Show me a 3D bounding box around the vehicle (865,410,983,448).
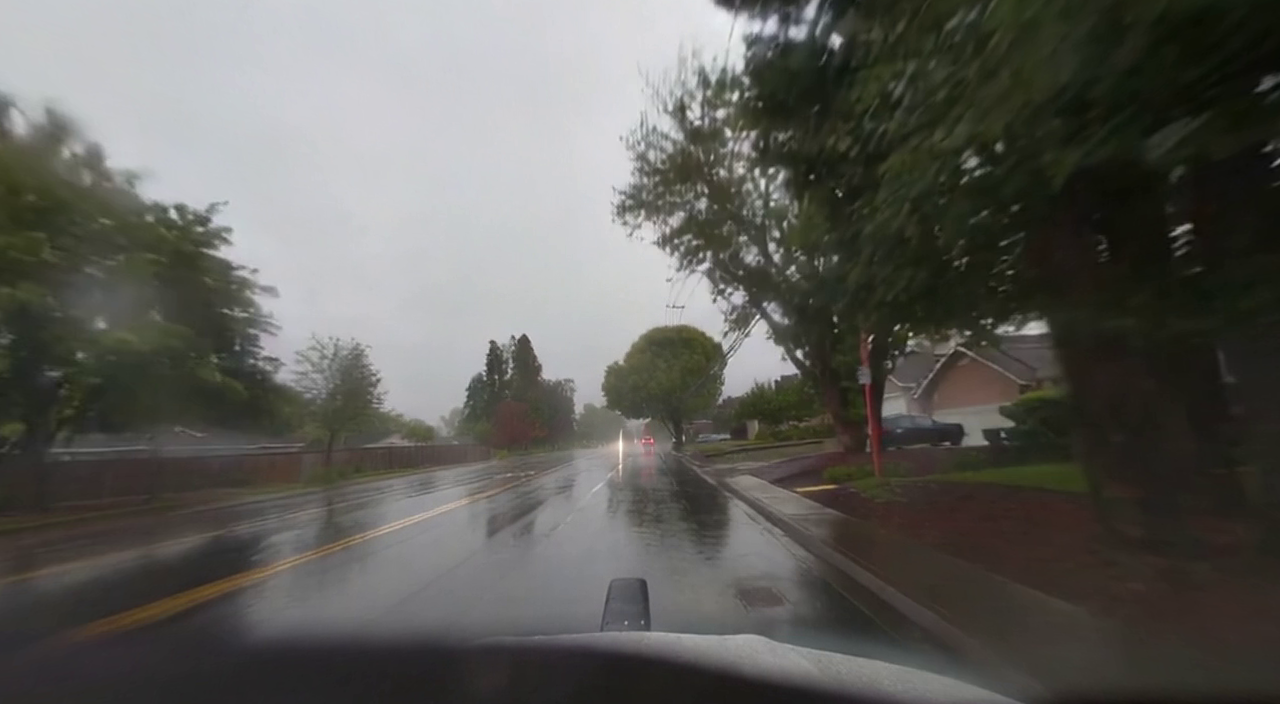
[{"bbox_3d":[11.683,3.206,26.101,3.992,1.486,1.727,-1,-8,1],"label":"vehicle"}]
